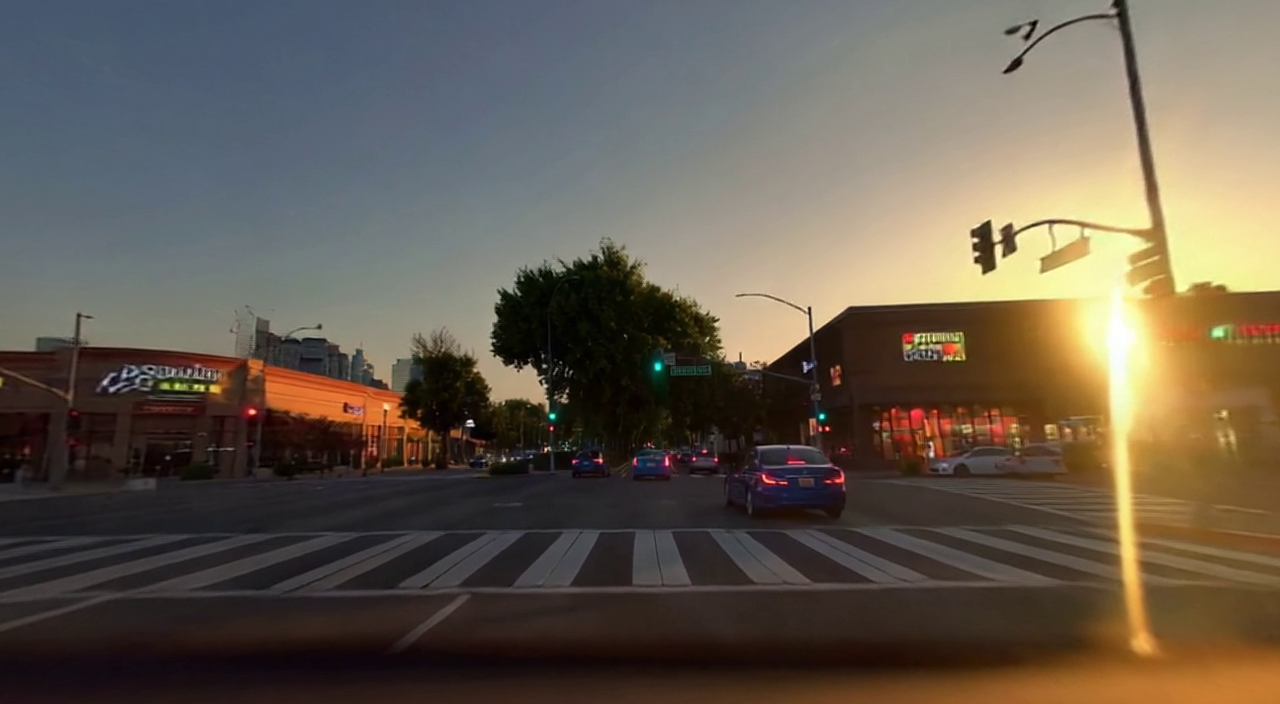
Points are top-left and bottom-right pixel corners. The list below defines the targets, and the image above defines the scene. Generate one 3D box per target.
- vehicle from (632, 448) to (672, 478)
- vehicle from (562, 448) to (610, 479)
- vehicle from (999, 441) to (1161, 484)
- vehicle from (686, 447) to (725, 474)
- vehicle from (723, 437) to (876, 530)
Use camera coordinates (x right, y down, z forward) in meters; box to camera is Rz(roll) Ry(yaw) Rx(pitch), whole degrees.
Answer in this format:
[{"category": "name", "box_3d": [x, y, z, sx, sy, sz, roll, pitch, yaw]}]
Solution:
[{"category": "vehicle", "box_3d": [0.629, 6.009, 34.381, 2.070, 1.460, 4.118, 0, -8, 0]}, {"category": "vehicle", "box_3d": [-2.766, 5.827, 33.175, 2.040, 1.471, 4.211, -1, -8, 2]}, {"category": "vehicle", "box_3d": [15.726, 3.939, 22.697, 4.481, 1.427, 1.830, 0, -8, -1]}, {"category": "vehicle", "box_3d": [3.966, 6.618, 38.674, 1.931, 1.552, 4.125, 0, -8, 0]}, {"category": "vehicle", "box_3d": [2.945, 2.500, 12.654, 1.946, 1.513, 4.133, 0, -8, 0]}]
